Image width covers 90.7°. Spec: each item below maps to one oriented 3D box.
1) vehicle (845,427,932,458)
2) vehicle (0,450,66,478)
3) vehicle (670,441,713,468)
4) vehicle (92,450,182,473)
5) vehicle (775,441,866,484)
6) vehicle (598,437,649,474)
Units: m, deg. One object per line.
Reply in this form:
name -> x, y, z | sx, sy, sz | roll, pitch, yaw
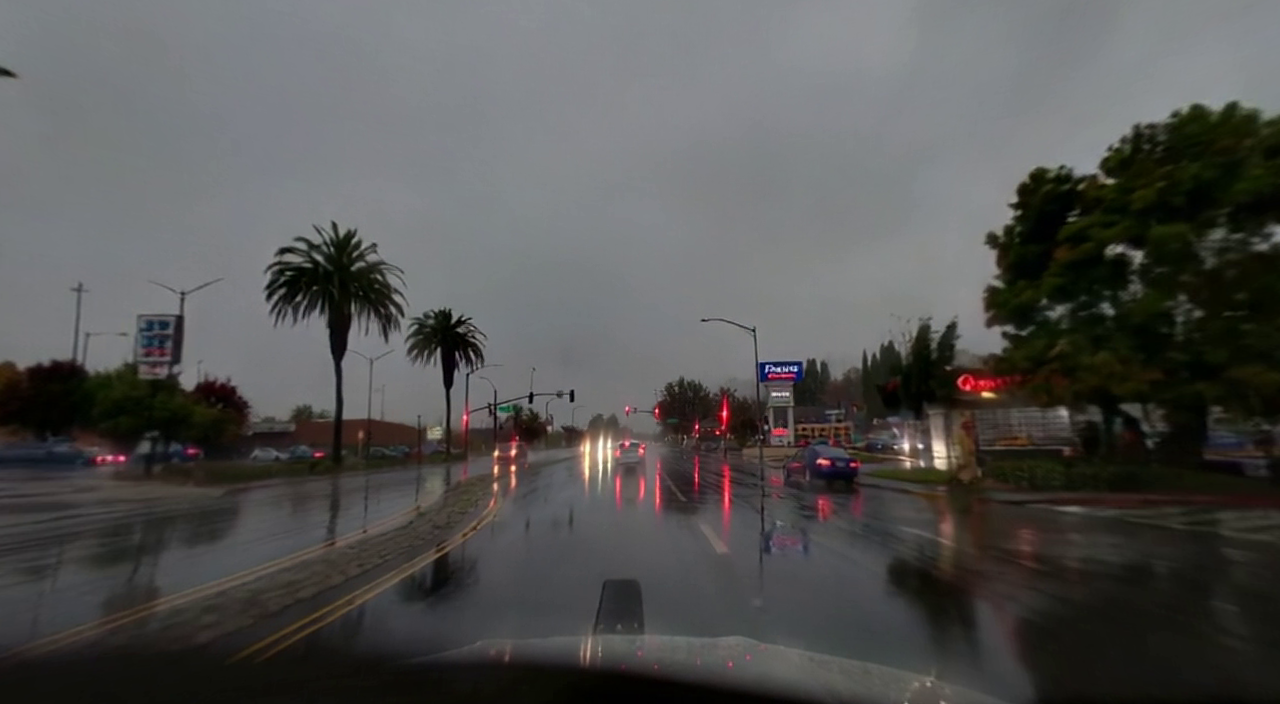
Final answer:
vehicle -> 16.141, 5.987, 41.561 | 2.172, 1.855, 5.526 | 1, -9, -18
vehicle -> -35.079, 6.206, 35.157 | 4.418, 1.486, 1.909 | 0, -9, -2
vehicle -> 2.918, 5.893, 36.586 | 2.060, 1.471, 4.168 | 0, -9, -1
vehicle -> -35.159, 7.659, 44.324 | 4.613, 1.477, 1.927 | 0, -9, 0
vehicle -> 6.754, 4.179, 24.302 | 1.922, 1.461, 4.868 | 0, -9, -1
vehicle -> -0.712, 4.705, 28.945 | 2.160, 1.508, 4.319 | 0, -9, -1
